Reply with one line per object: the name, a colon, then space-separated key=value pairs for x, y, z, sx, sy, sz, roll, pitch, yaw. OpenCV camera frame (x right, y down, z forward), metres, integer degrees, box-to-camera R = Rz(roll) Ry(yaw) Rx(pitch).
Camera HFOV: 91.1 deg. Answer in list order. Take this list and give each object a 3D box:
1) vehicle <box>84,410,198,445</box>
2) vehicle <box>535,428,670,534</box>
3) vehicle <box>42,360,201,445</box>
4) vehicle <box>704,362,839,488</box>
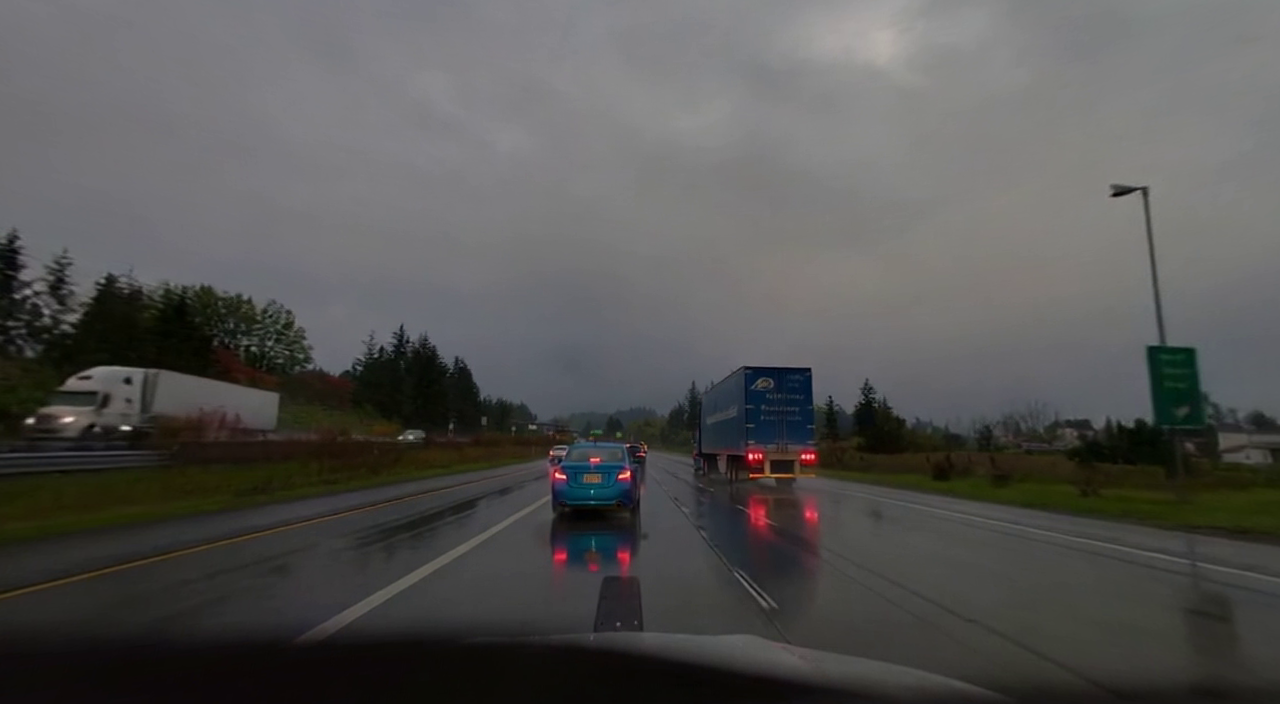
vehicle: x=-22.738 y=3.537 z=28.909 sx=1.729 sy=1.455 sz=4.560 roll=0 pitch=-9 yaw=-3
vehicle: x=-0.580 y=2.254 z=11.462 sx=2.038 sy=1.582 sz=3.729 roll=0 pitch=-9 yaw=-1
vehicle: x=-26.992 y=2.867 z=33.275 sx=2.979 sy=3.928 sz=6.477 roll=0 pitch=-9 yaw=-4
vehicle: x=4.935 y=3.402 z=27.300 sx=2.825 sy=4.043 sz=14.051 roll=0 pitch=-9 yaw=0
